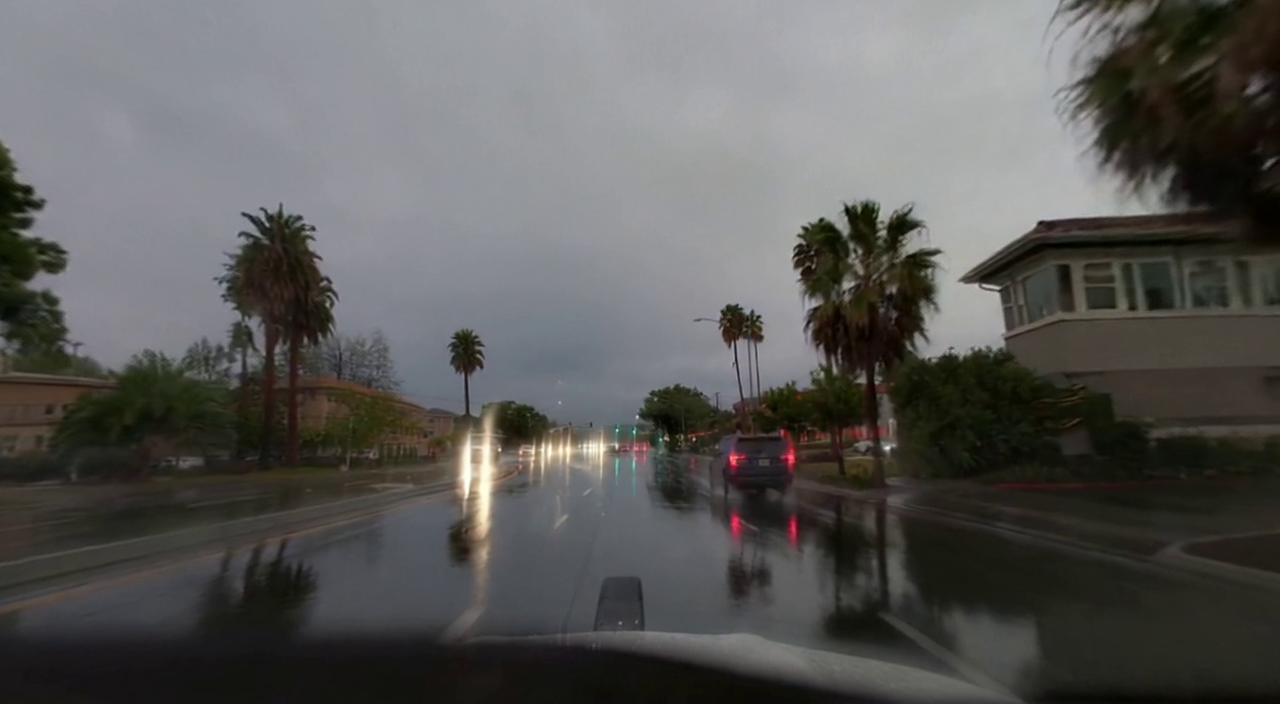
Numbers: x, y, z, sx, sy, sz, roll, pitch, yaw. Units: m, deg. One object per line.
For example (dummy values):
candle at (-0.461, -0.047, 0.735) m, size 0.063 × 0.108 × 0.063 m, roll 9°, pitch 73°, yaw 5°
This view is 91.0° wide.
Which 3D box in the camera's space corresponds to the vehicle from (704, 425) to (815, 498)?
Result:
vehicle at (3.384, 3.232, 18.894) m, size 2.244 × 1.901 × 4.561 m, roll 1°, pitch -9°, yaw -3°
